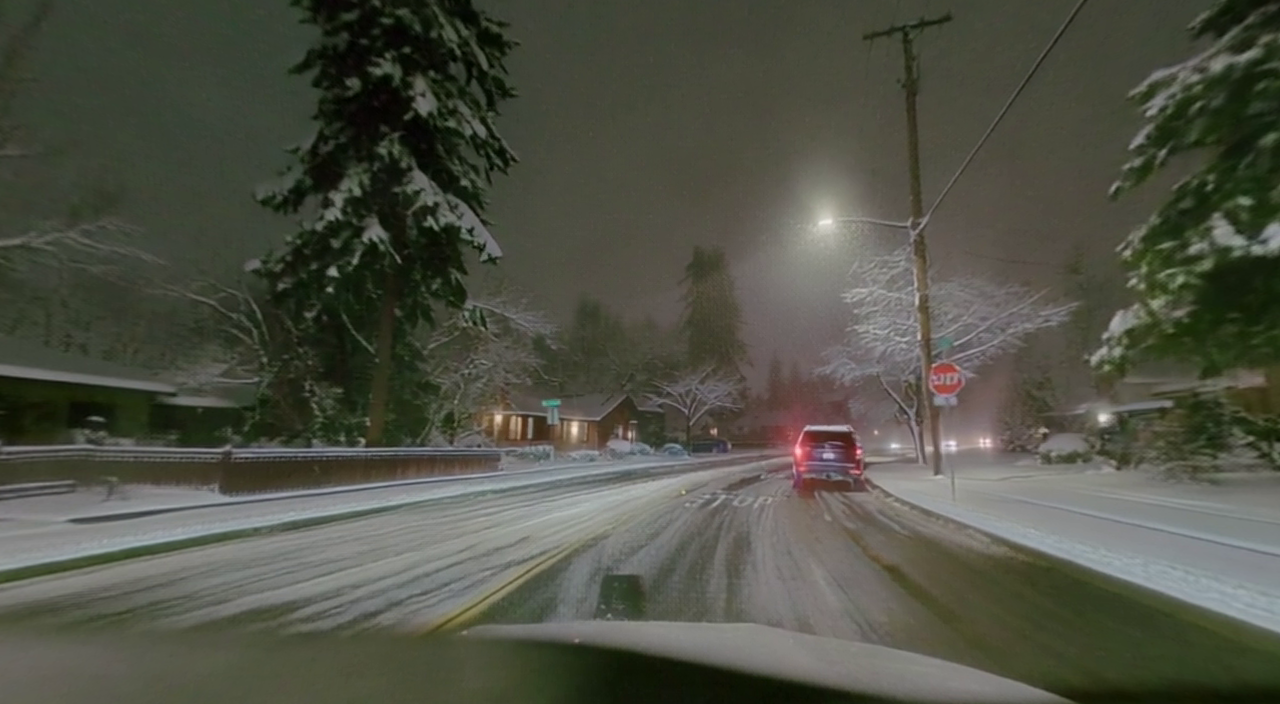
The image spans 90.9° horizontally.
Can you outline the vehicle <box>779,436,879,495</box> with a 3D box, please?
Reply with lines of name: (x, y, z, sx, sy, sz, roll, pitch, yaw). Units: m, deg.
vehicle: (6.160, 3.602, 20.427, 2.692, 1.649, 4.689, -3, -9, 18)
